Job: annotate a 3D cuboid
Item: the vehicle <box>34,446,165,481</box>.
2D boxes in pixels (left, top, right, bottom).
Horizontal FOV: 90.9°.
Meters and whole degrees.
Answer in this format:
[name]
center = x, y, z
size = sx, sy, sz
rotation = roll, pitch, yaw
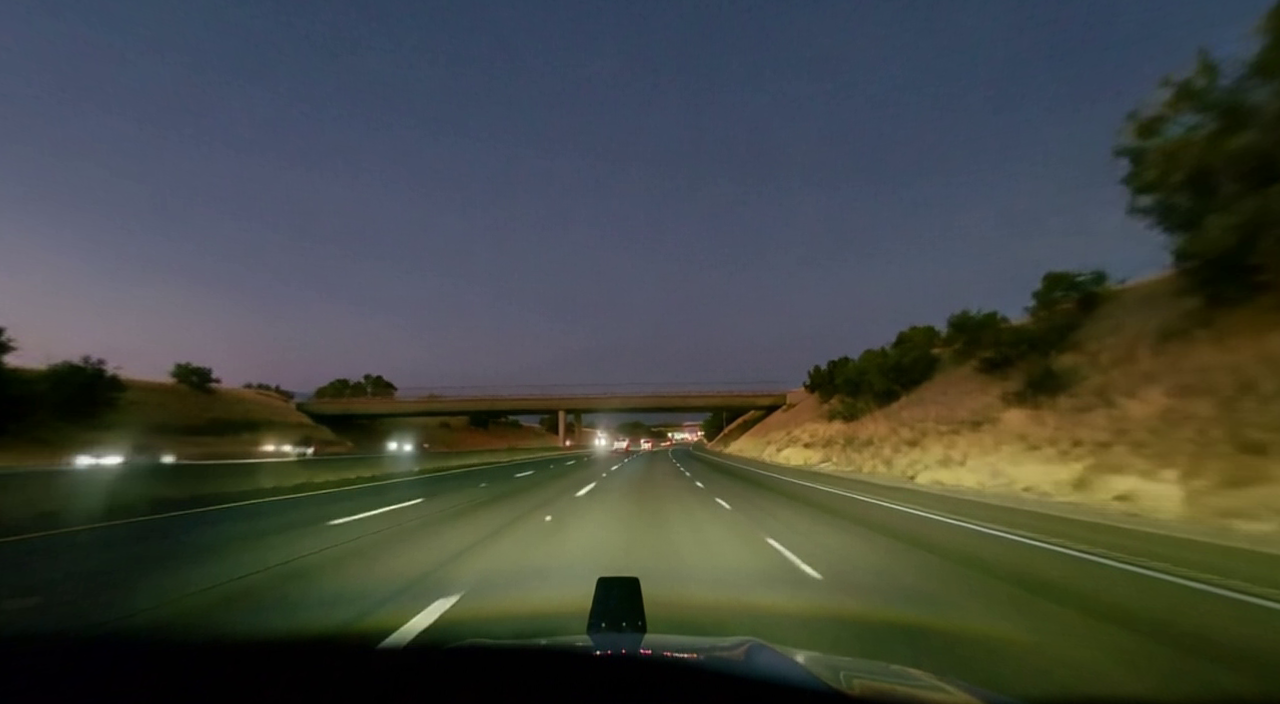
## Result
[vehicle]
center = -24.256, 4.997, 28.556
size = 1.869, 1.454, 4.509
rotation = 0, -9, 1
